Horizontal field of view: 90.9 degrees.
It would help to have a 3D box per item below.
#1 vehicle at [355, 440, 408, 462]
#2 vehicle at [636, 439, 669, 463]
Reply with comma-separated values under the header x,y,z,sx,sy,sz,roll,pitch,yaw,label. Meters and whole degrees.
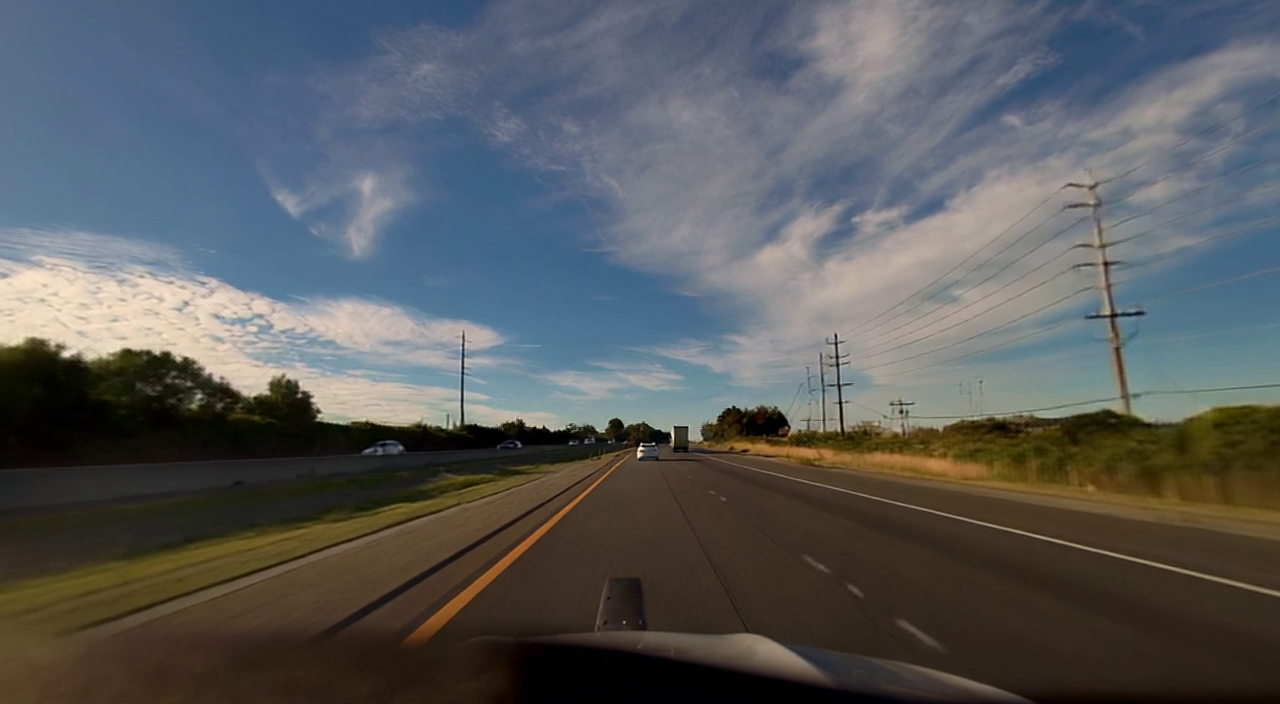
x,y,z,sx,sy,sz,roll,pitch,yaw,label
-20.322,7.800,49.772,2.087,1.611,4.808,-1,-8,1,vehicle
0.891,6.917,44.023,2.192,1.556,4.132,-1,-8,1,vehicle
